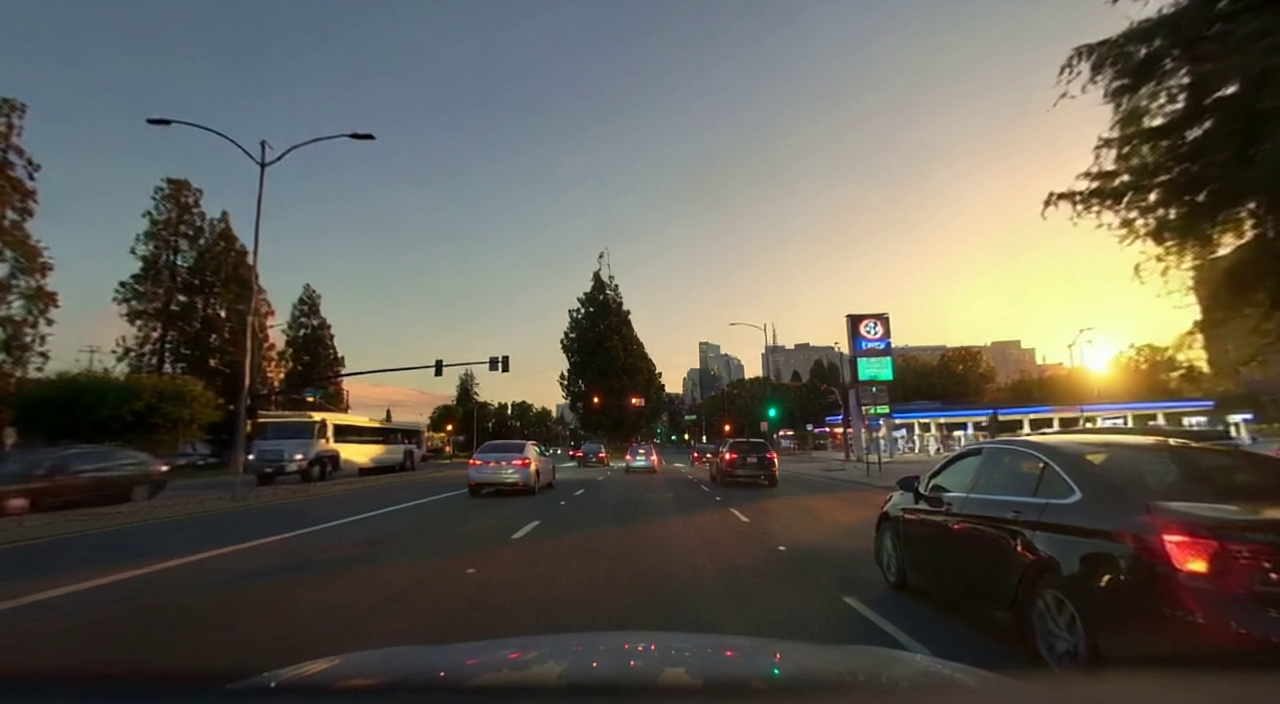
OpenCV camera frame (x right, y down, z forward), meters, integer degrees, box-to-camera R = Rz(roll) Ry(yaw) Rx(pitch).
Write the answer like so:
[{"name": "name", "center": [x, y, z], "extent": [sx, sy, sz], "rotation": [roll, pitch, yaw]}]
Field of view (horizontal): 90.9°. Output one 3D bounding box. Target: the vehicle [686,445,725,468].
[{"name": "vehicle", "center": [4.254, 6.827, 41.412], "extent": [2.174, 1.462, 4.400], "rotation": [0, -8, 1]}]

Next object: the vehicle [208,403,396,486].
[{"name": "vehicle", "center": [-15.819, 4.550, 31.000], "extent": [3.228, 3.319, 10.706], "rotation": [0, -8, 0]}]

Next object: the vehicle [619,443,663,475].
[{"name": "vehicle", "center": [0.077, 5.463, 32.430], "extent": [2.104, 1.477, 4.591], "rotation": [0, -8, 1]}]

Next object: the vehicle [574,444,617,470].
[{"name": "vehicle", "center": [-2.660, 6.343, 38.334], "extent": [2.192, 1.463, 4.211], "rotation": [-1, -8, 2]}]

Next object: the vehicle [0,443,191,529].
[{"name": "vehicle", "center": [-12.268, 2.711, 13.450], "extent": [2.013, 1.501, 4.484], "rotation": [0, -8, 1]}]

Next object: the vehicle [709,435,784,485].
[{"name": "vehicle", "center": [3.852, 3.994, 23.546], "extent": [2.022, 1.683, 4.171], "rotation": [0, -8, 0]}]

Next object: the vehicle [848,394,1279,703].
[{"name": "vehicle", "center": [3.456, 1.266, 4.839], "extent": [2.038, 1.499, 4.868], "rotation": [0, -8, 0]}]

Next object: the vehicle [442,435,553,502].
[{"name": "vehicle", "center": [-3.761, 3.135, 17.440], "extent": [2.023, 1.607, 4.086], "rotation": [-1, -8, 2]}]
